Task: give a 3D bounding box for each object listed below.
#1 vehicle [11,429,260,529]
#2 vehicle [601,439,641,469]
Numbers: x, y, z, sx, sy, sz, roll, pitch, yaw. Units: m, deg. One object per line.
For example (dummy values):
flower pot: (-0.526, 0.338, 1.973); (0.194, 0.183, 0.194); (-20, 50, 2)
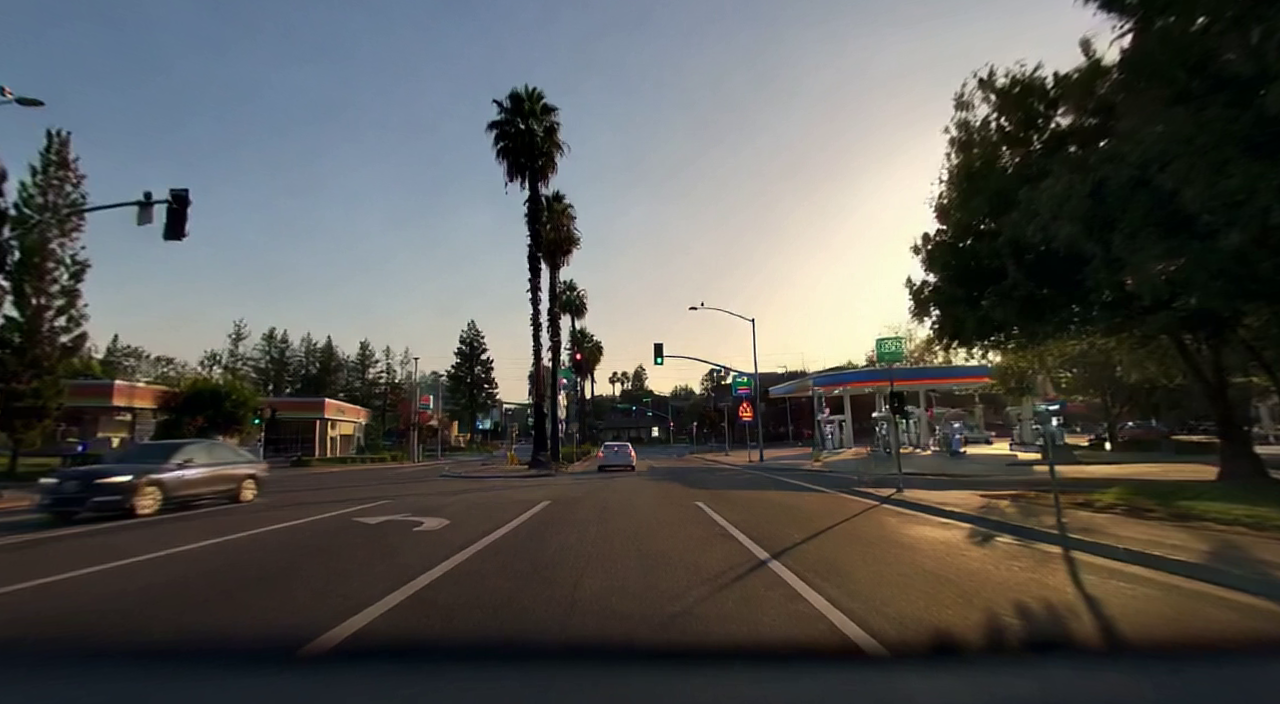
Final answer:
vehicle: (-11.378, 2.850, 14.816); (2.009, 1.949, 4.488); (0, -8, 1)
vehicle: (-1.043, 5.645, 35.095); (2.073, 1.525, 4.809); (0, -8, -2)
